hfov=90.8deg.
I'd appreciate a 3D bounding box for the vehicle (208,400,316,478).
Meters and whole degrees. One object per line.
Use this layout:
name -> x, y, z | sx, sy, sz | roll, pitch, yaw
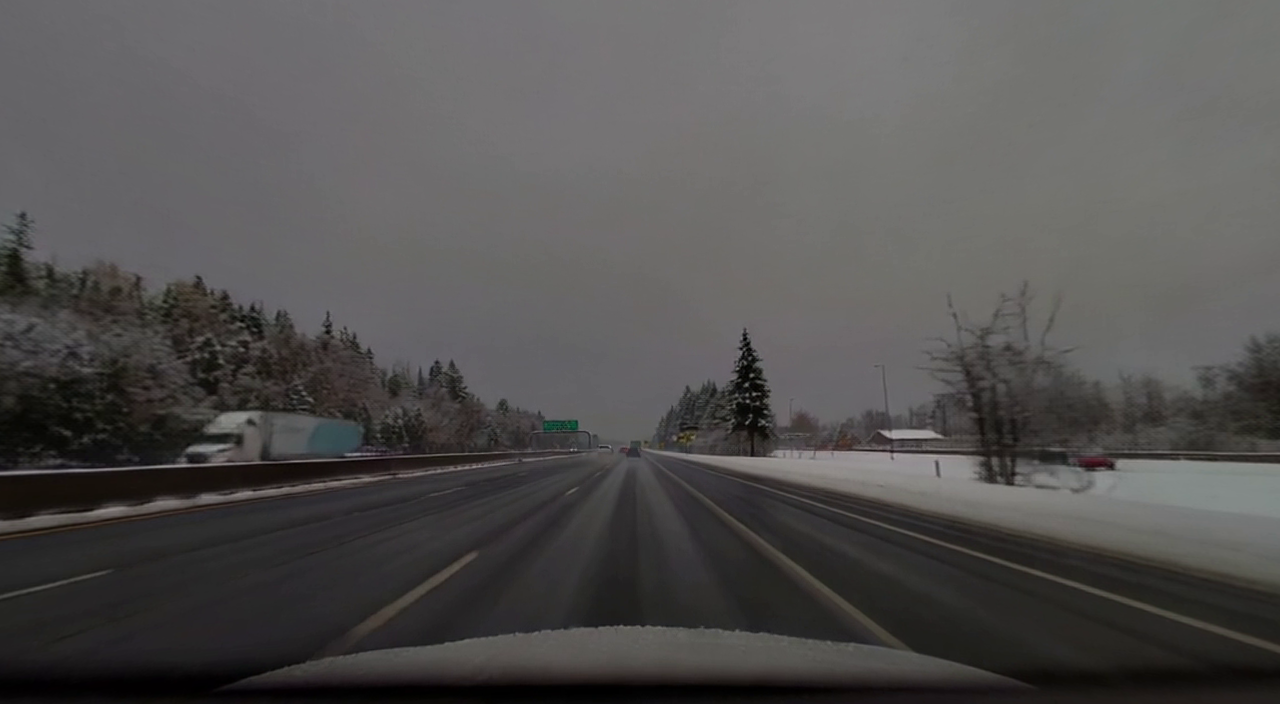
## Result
vehicle -> -19.769, 4.628, 33.331 | 2.832, 3.799, 4.192 | 0, -9, 1
